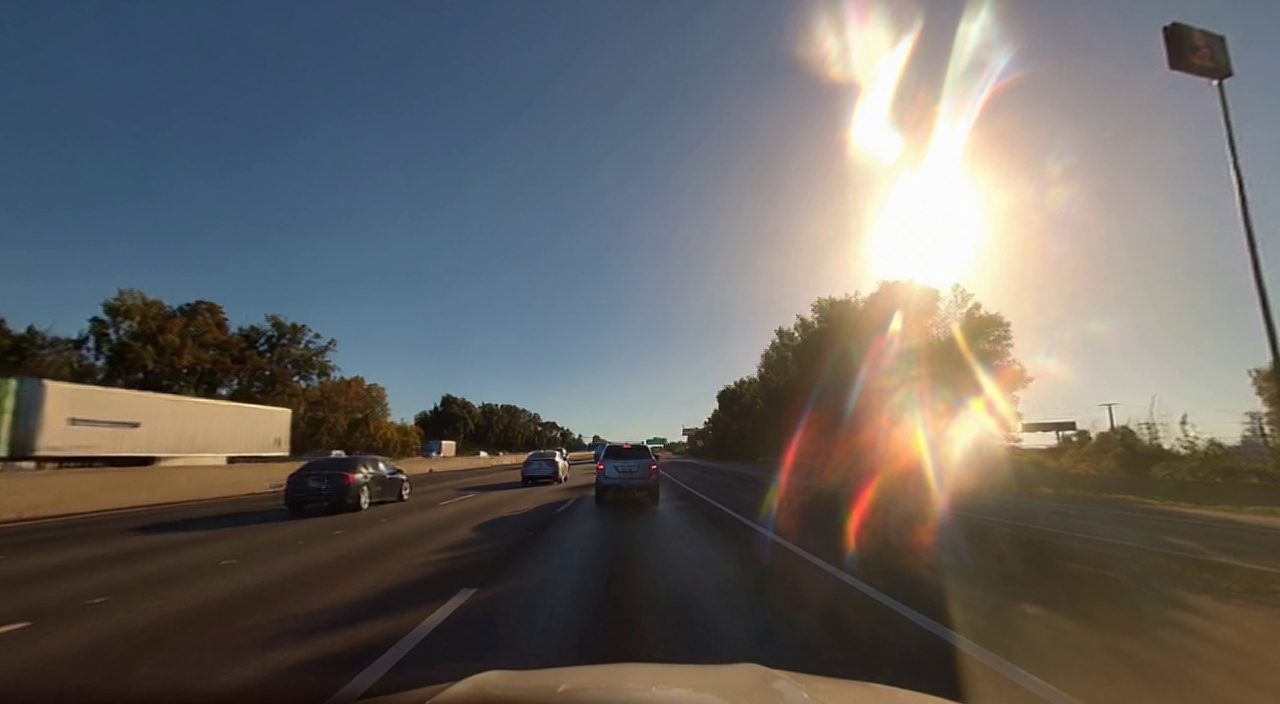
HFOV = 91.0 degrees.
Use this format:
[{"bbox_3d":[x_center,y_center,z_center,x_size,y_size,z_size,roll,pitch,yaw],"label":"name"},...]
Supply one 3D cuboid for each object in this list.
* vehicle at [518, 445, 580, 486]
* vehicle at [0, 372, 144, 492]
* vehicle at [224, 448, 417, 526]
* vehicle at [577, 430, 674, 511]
[{"bbox_3d":[-3.679,4.681,26.321,1.889,1.522,4.465,0,-9,1],"label":"vehicle"},{"bbox_3d":[-22.564,2.866,22.187,3.063,3.879,8.695,0,-9,-1],"label":"vehicle"},{"bbox_3d":[-6.932,2.937,14.403,1.892,1.468,4.792,0,-9,0],"label":"vehicle"},{"bbox_3d":[-0.327,2.955,16.212,2.127,1.749,4.776,0,-9,0],"label":"vehicle"}]
